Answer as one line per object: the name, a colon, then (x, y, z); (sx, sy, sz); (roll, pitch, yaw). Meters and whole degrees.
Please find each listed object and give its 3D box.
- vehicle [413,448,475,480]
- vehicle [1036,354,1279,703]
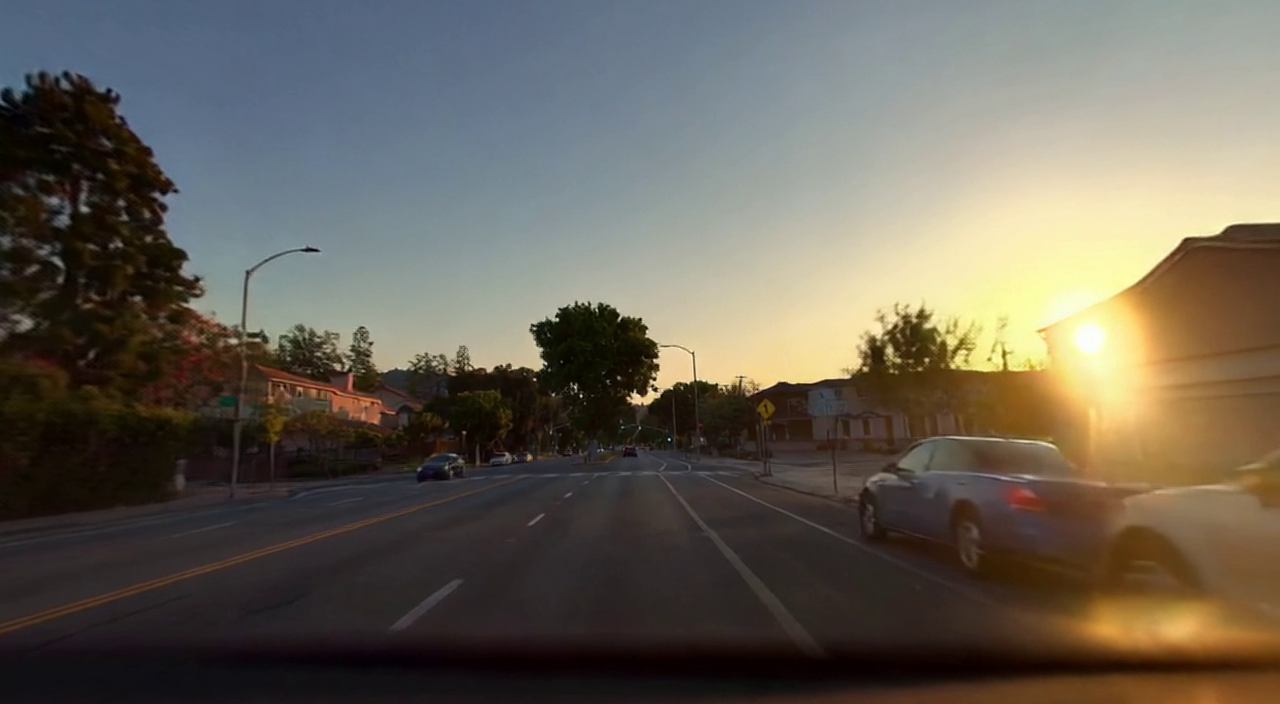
vehicle: (-10.448, 5.975, 34.011); (2.022, 1.569, 4.275); (0, -8, -1)
vehicle: (4.101, 0.798, 2.318); (2.220, 1.752, 4.782); (0, -8, 1)
